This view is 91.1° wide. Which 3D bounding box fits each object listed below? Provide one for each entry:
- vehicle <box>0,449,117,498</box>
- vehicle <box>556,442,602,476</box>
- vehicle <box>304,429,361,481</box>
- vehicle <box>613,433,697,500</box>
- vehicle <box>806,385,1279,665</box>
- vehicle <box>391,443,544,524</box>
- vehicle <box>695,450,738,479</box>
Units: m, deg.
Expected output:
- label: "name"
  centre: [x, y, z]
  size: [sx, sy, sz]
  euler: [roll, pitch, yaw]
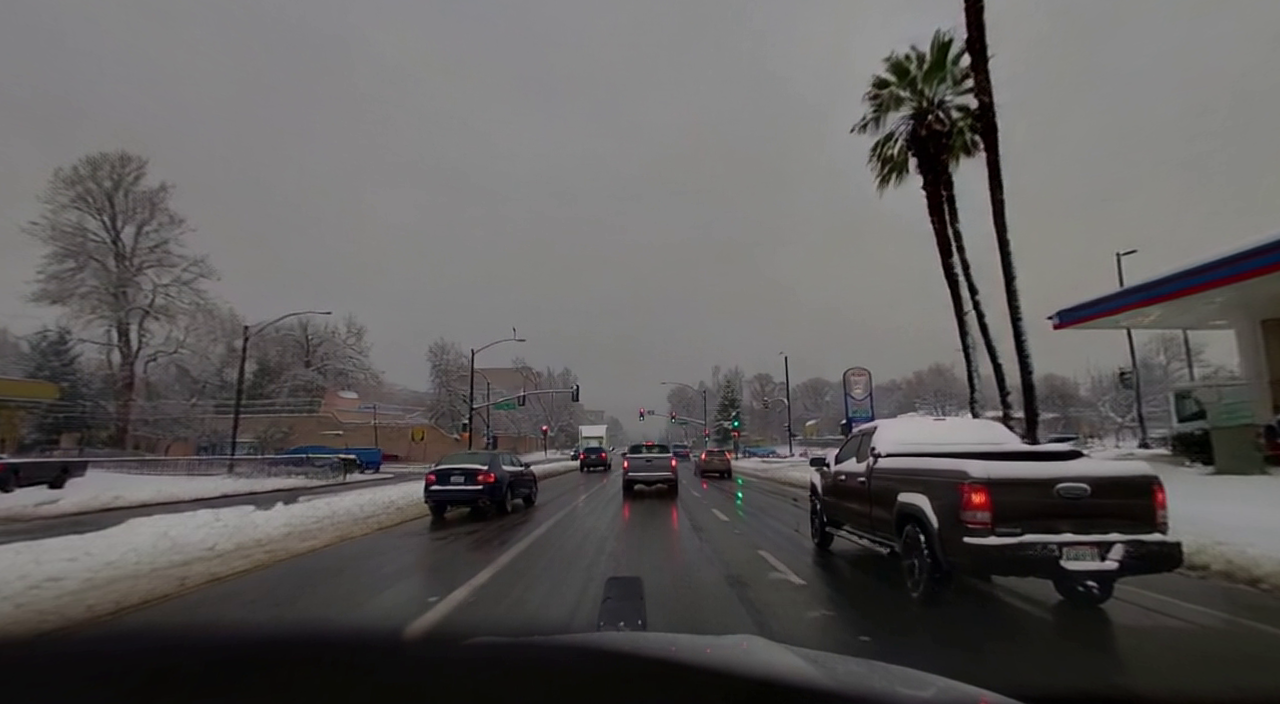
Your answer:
- label: "vehicle"
  centre: [-29.352, 5.763, 30.401]
  size: [2.543, 2.092, 6.613]
  euler: [0, -8, -2]
- label: "vehicle"
  centre: [-3.420, 6.100, 36.090]
  size: [2.071, 1.811, 4.605]
  euler: [0, -8, 2]
- label: "vehicle"
  centre: [-18.228, 6.039, 37.116]
  size: [2.109, 2.870, 3.441]
  euler: [7, -11, -39]
- label: "vehicle"
  centre: [0.433, 3.588, 20.139]
  size: [2.295, 1.835, 5.471]
  euler: [0, -8, 0]
- label: "vehicle"
  centre: [3.649, 1.537, 6.955]
  size: [2.120, 1.828, 5.531]
  euler: [0, -8, 0]
- label: "vehicle"
  centre: [-3.591, 2.812, 14.136]
  size: [1.983, 1.502, 4.720]
  euler: [0, -8, 2]
- label: "vehicle"
  centre: [4.097, 6.094, 34.271]
  size: [1.901, 1.401, 3.965]
  euler: [0, -8, 1]
